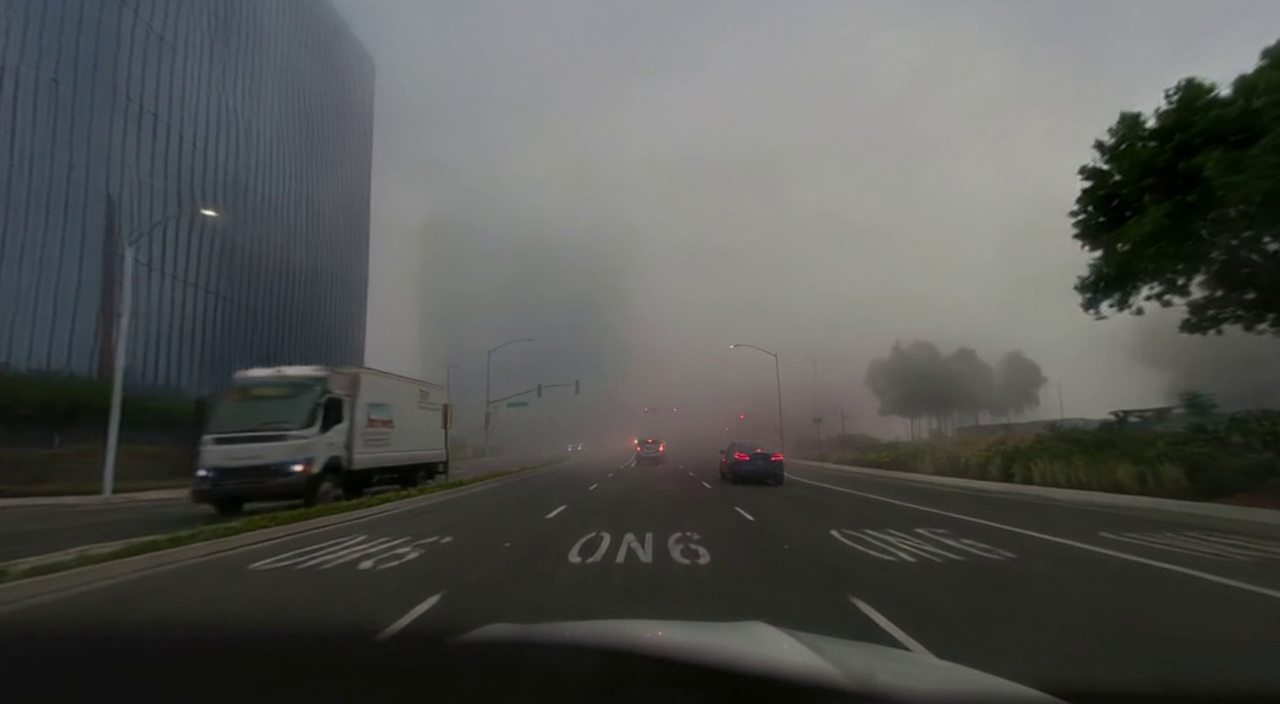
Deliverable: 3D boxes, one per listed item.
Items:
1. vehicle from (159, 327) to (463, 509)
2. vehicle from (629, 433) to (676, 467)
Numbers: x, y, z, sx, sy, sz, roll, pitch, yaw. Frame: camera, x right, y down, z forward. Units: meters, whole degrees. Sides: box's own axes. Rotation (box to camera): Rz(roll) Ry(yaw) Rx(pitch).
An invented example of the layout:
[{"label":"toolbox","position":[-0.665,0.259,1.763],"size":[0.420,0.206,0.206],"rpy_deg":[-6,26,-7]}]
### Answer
[{"label":"vehicle","position":[-8.668,2.245,19.271],"size":[3.065,3.928,11.252],"rpy_deg":[0,-9,1]},{"label":"vehicle","position":[0.704,5.813,37.530],"size":[2.601,1.878,4.535],"rpy_deg":[0,-9,0]}]
